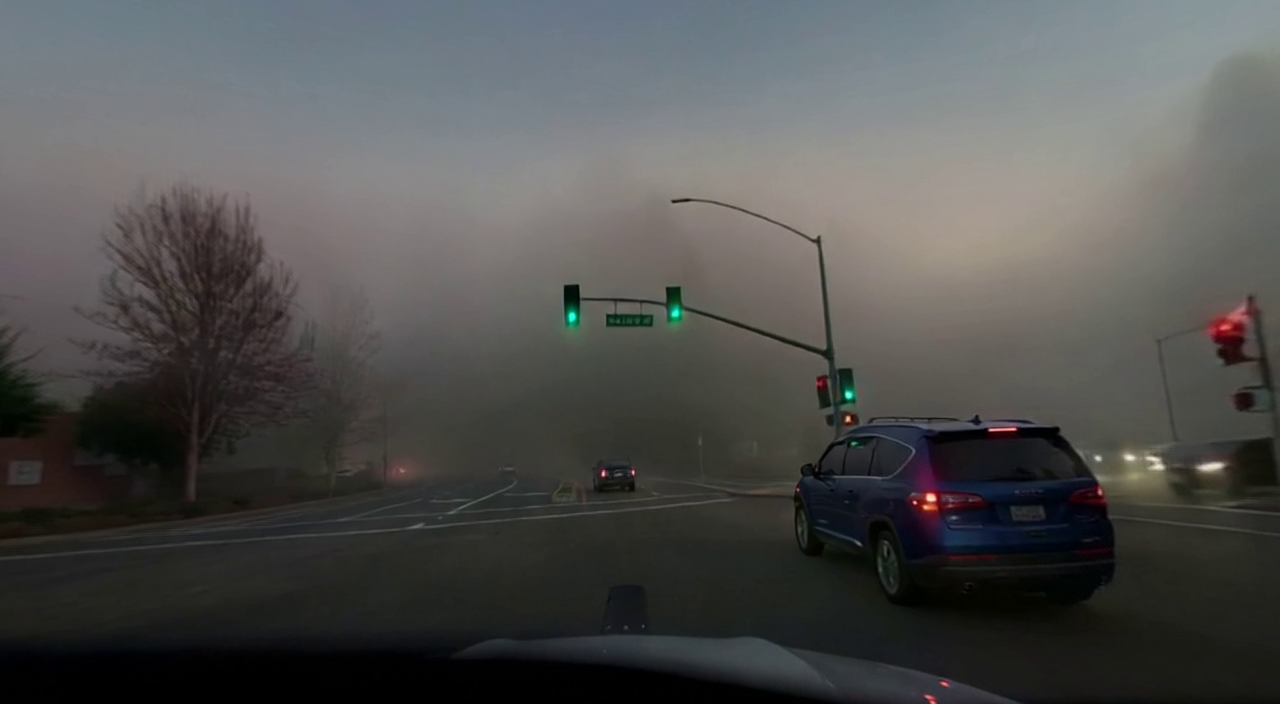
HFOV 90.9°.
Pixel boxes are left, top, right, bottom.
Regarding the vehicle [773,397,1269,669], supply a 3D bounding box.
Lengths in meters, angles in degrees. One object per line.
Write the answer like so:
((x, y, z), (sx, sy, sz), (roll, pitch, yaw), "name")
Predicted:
((2.892, 1.490, 6.326), (2.024, 1.686, 4.588), (0, -9, -1), "vehicle")

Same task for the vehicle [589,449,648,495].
((-1.045, 5.283, 28.192), (2.185, 1.822, 4.583), (1, -9, -8), "vehicle")
